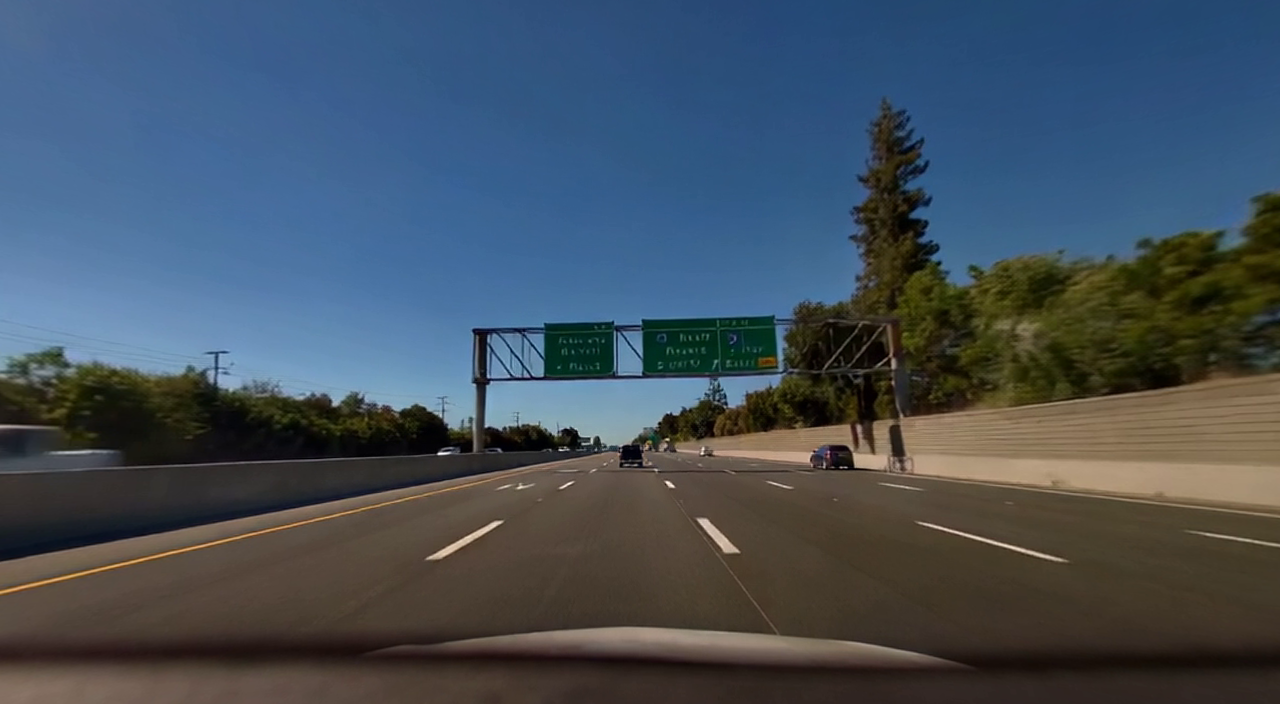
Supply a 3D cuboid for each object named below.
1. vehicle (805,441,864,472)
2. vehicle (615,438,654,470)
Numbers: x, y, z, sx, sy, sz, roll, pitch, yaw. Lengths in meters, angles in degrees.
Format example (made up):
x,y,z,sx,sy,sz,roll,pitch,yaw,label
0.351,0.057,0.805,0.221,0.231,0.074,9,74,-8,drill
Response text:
x,y,z,sx,sy,sz,roll,pitch,yaw,label
11.159,6.035,36.588,1.912,1.673,4.438,0,-9,-1,vehicle
-0.359,5.896,36.609,2.121,1.739,4.087,0,-9,-2,vehicle
